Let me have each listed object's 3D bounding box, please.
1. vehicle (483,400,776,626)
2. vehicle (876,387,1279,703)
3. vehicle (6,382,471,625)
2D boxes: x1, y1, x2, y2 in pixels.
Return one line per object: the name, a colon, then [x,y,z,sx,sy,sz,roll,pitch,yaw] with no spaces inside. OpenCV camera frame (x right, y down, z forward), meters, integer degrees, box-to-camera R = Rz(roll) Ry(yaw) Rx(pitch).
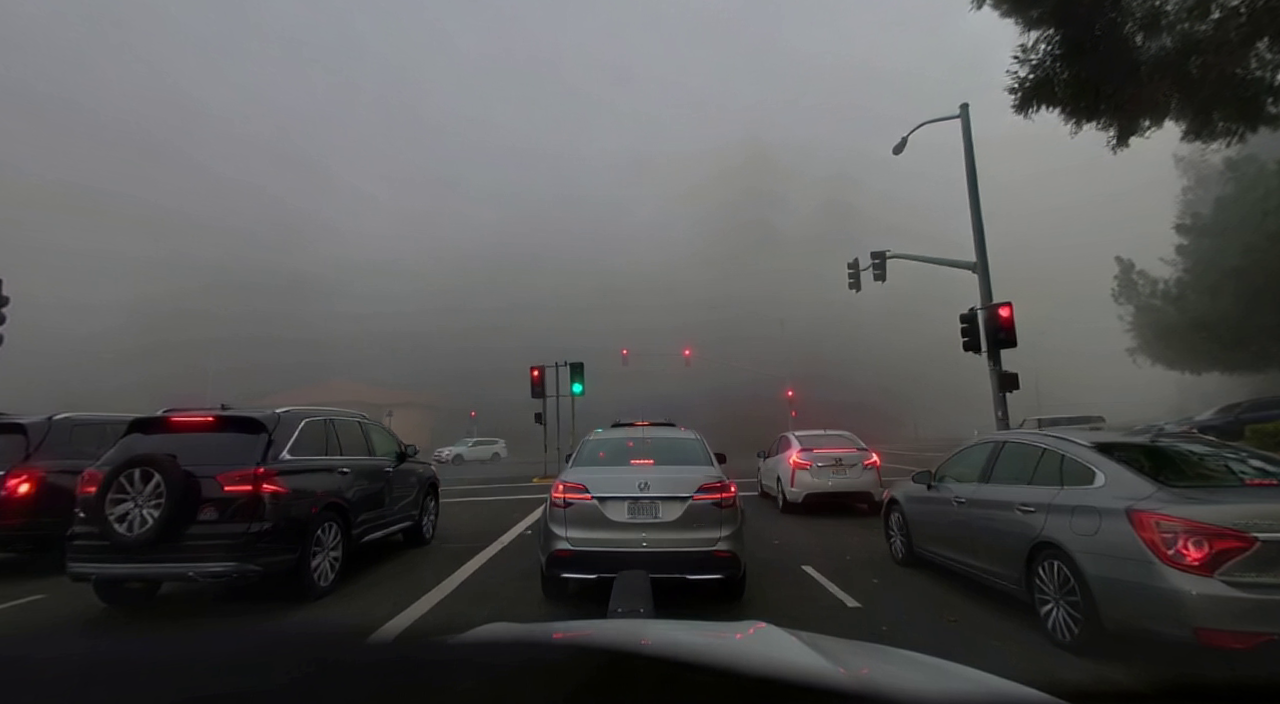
vehicle: [-0.055,1.400,6.305,2.047,1.579,3.642,0,-8,1]
vehicle: [3.584,1.202,4.606,2.010,1.486,4.498,0,-8,1]
vehicle: [-3.559,1.421,6.851,2.014,1.755,4.360,0,-8,3]
